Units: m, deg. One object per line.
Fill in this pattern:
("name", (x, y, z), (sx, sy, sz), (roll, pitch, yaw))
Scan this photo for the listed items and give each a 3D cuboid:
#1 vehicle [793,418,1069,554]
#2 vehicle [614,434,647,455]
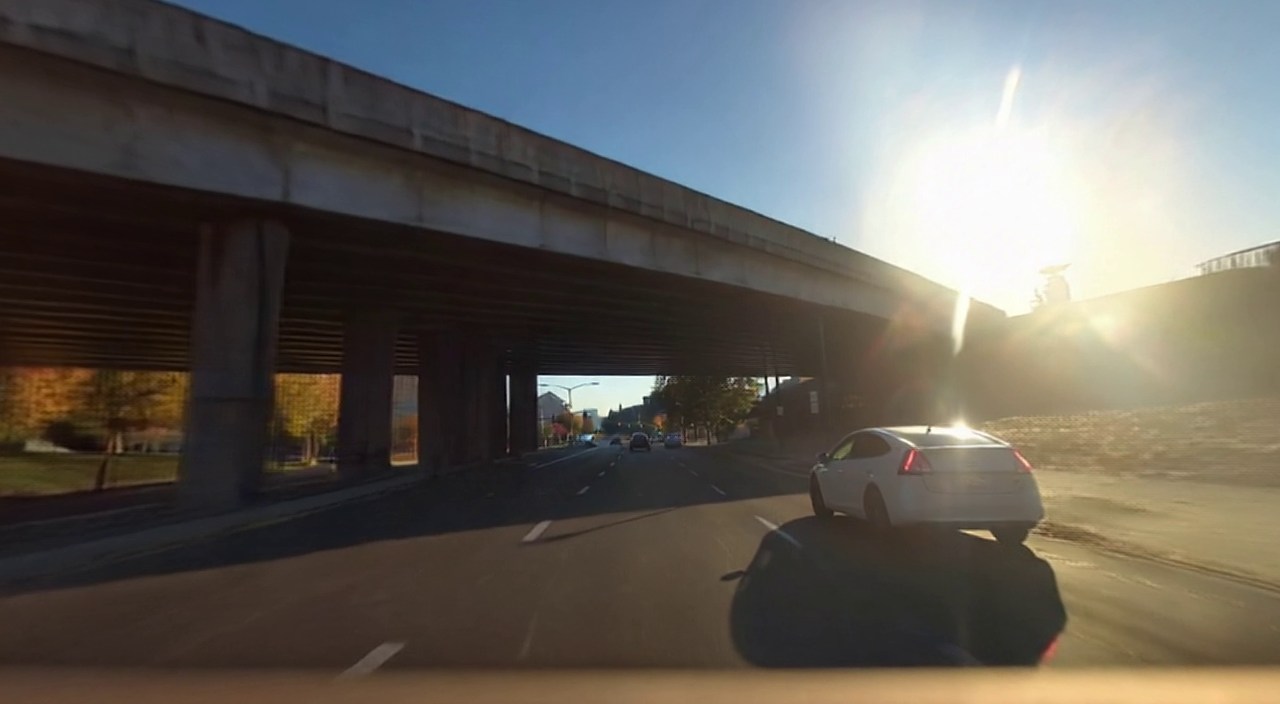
("vehicle", (3.917, 1.887, 9.560), (2.063, 1.542, 4.420), (0, -9, 0))
("vehicle", (-0.738, 6.875, 46.711), (2.055, 1.484, 4.143), (1, -9, -6))
